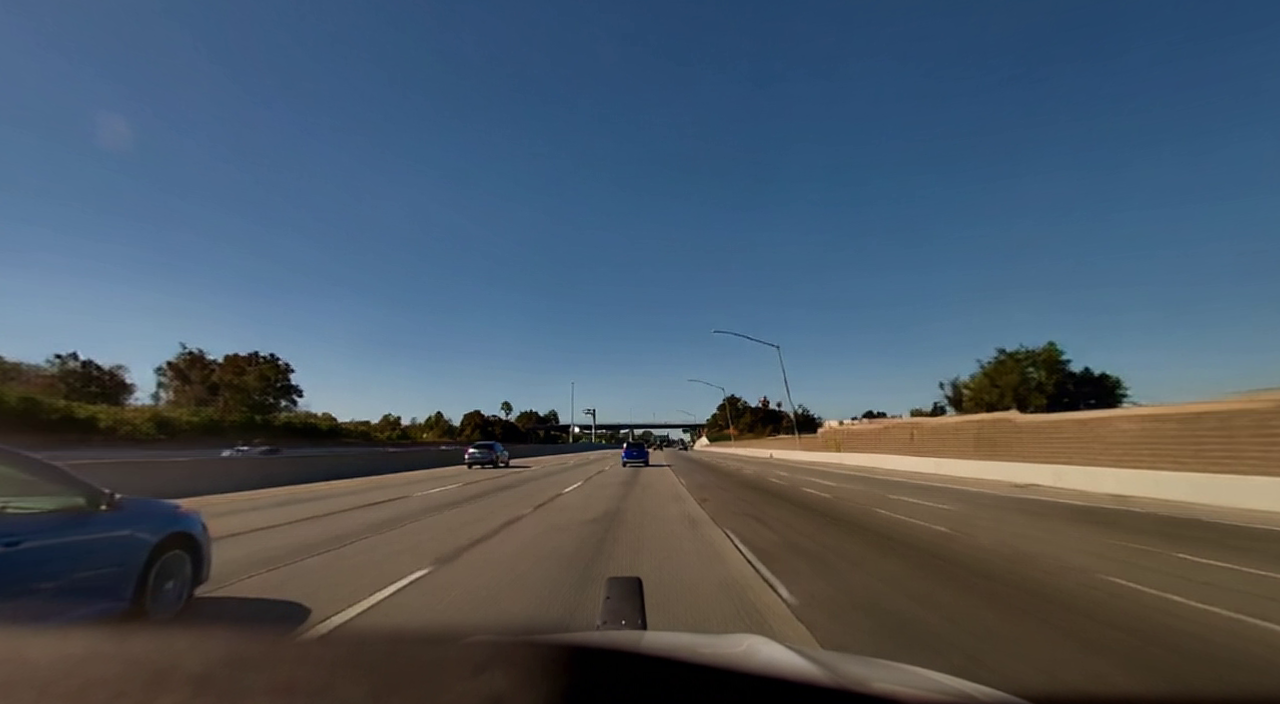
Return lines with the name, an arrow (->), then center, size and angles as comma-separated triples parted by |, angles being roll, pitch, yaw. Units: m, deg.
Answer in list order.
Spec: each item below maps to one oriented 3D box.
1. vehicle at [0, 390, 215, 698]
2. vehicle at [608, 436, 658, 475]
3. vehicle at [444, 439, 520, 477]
vehicle -> -4.455, 0.906, 2.612 | 2.124, 1.607, 4.531 | 0, -9, 1
vehicle -> -0.239, 4.807, 29.374 | 2.155, 1.690, 4.318 | 0, -9, 2
vehicle -> -6.840, 4.650, 27.799 | 1.994, 1.519, 4.668 | 0, -9, 2
